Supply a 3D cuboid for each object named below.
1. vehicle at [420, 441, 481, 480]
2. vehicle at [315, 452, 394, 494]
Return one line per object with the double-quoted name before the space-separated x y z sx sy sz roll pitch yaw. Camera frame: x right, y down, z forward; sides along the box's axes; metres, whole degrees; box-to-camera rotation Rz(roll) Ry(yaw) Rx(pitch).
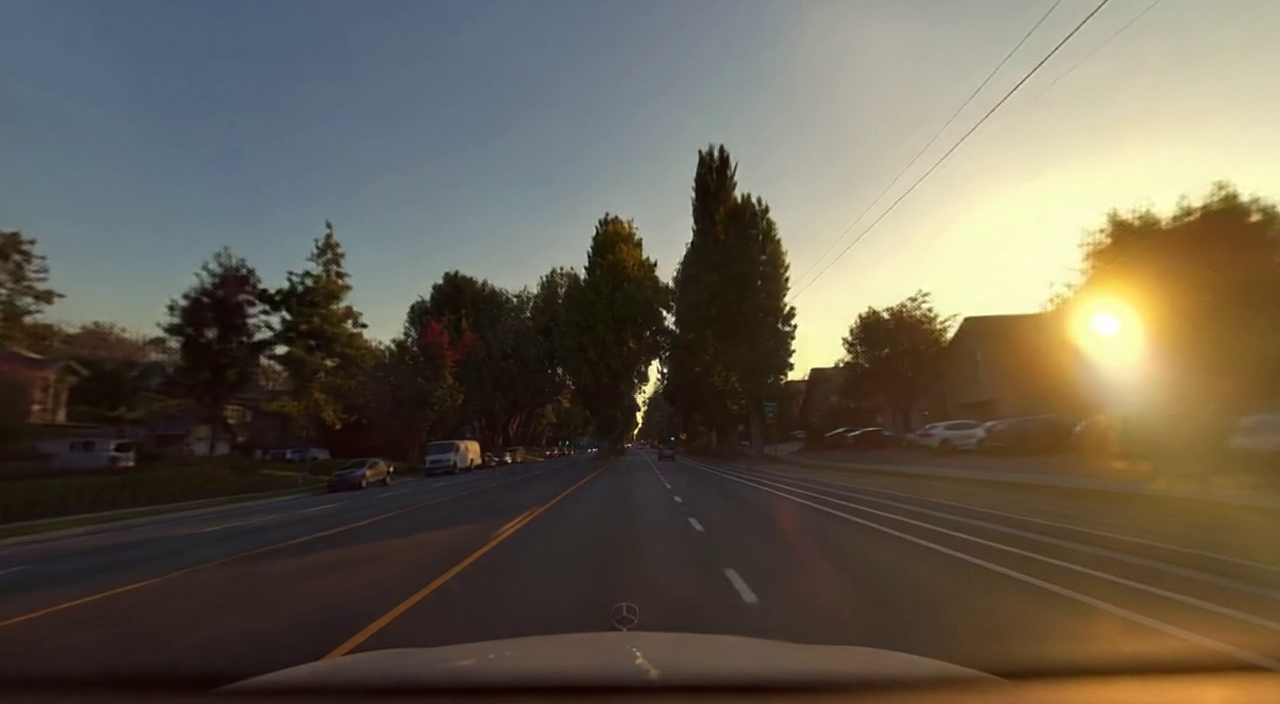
"vehicle" -12.407 7.126 41.763 2.630 2.286 5.309 -2 -9 -3
"vehicle" -12.401 5.234 27.693 1.762 1.552 3.901 -3 -8 -2
